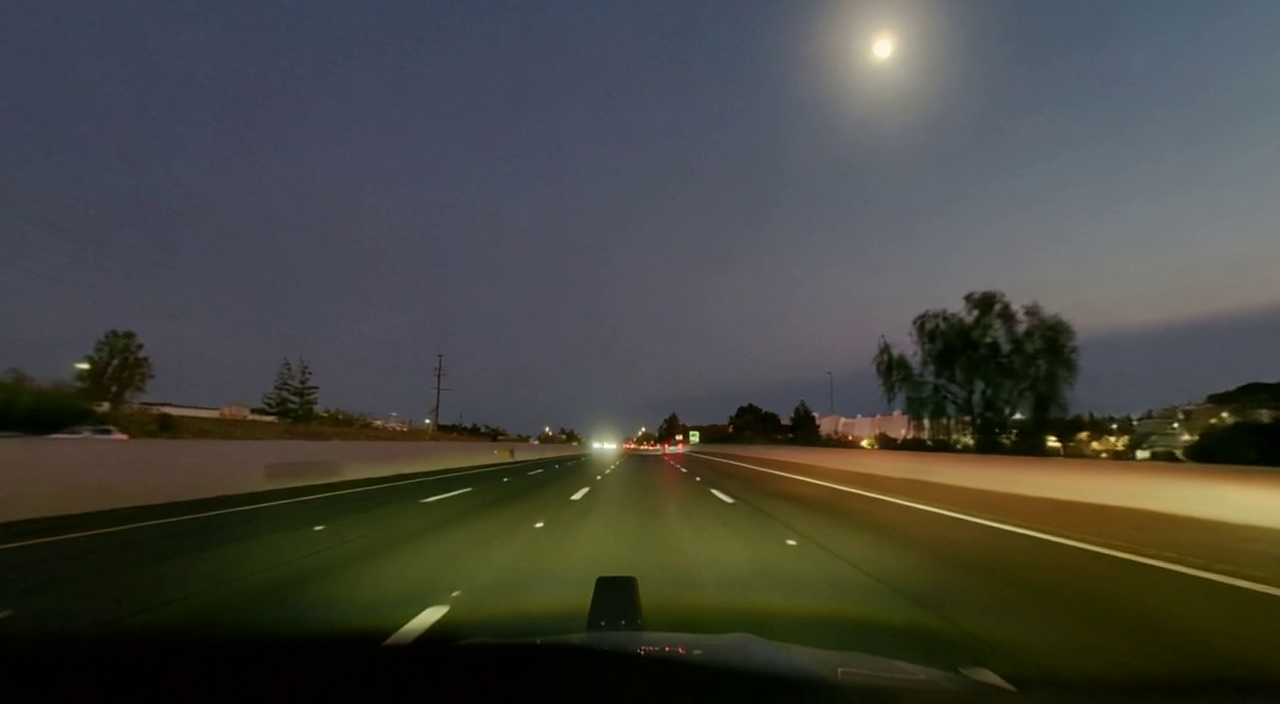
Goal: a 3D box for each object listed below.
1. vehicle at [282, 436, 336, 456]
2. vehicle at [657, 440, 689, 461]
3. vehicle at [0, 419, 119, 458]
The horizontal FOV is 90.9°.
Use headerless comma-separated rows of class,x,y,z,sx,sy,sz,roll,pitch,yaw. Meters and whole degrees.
vehicle,-26.091,7.427,49.890,1.791,1.455,4.487,0,-8,1
vehicle,2.403,7.314,46.870,2.036,1.486,4.375,0,-8,-2
vehicle,-26.128,3.887,28.209,1.843,1.595,4.423,0,-8,0
